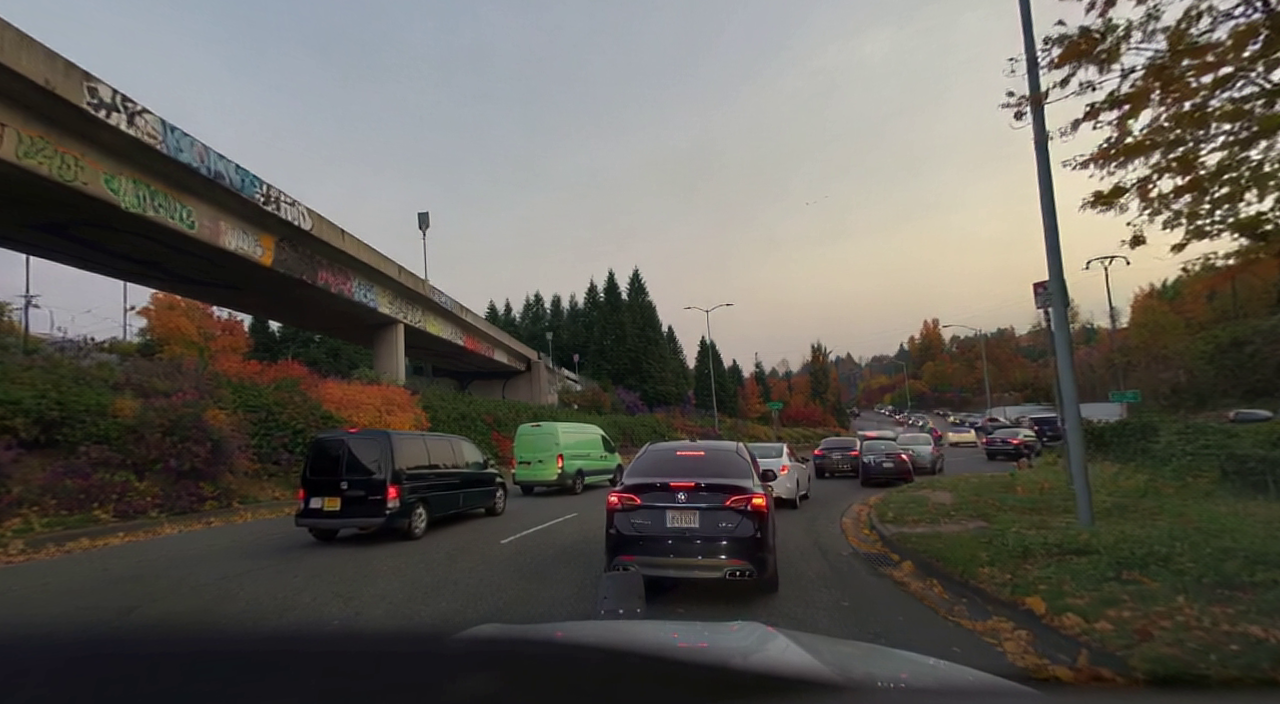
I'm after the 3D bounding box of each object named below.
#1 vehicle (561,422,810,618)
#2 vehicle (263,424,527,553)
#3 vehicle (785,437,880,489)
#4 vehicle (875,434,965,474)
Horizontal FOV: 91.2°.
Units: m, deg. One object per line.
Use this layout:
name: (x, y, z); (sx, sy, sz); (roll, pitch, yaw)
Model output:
vehicle: (0.785, 1.638, 7.003); (2.064, 1.515, 3.722); (-3, -9, 14)
vehicle: (-3.437, 2.001, 9.827); (1.921, 1.554, 4.081); (-2, -9, 11)
vehicle: (6.132, 3.439, 19.683); (1.780, 1.446, 3.902); (-6, -11, 32)
vehicle: (11.564, 4.168, 25.777); (3.934, 1.485, 1.763); (7, -12, -40)
